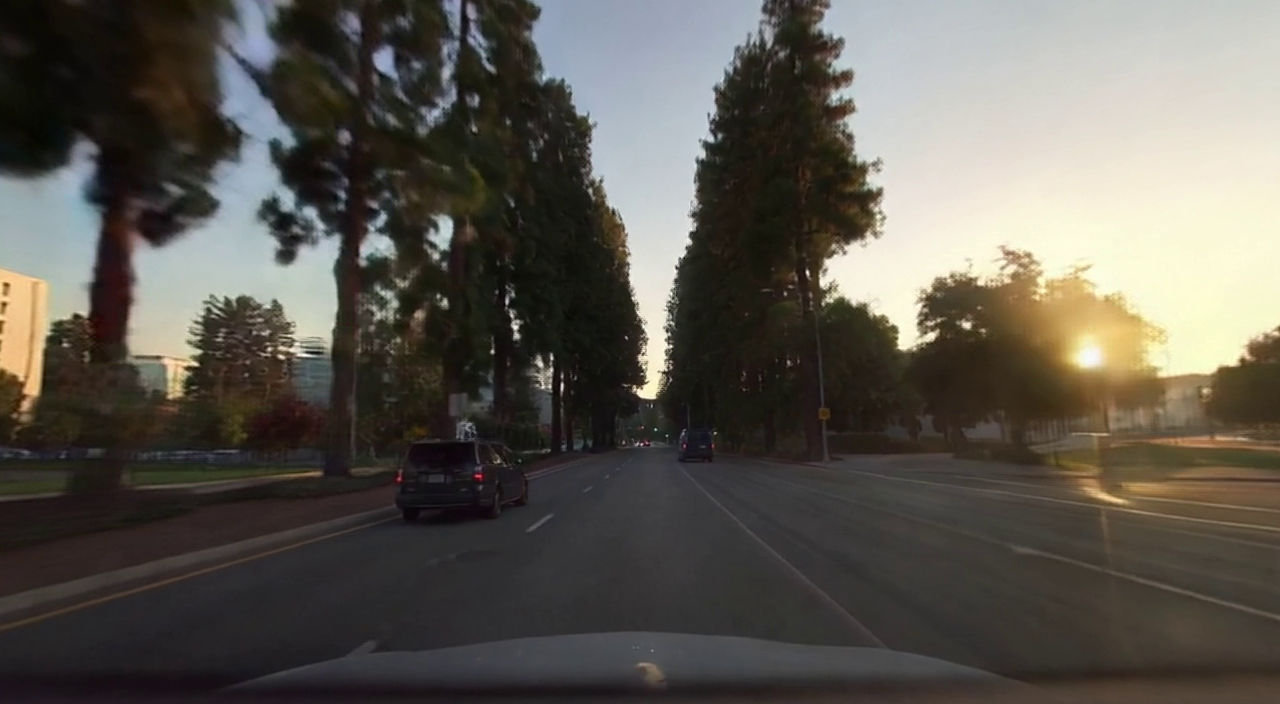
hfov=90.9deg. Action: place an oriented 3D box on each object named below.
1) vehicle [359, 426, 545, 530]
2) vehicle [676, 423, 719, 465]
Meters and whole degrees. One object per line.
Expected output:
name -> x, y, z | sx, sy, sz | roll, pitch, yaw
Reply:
vehicle -> -3.302, 2.332, 12.233 | 2.129, 1.602, 4.532 | 0, -9, 1
vehicle -> 3.851, 6.337, 43.184 | 2.349, 2.671, 5.744 | 0, -9, 0
